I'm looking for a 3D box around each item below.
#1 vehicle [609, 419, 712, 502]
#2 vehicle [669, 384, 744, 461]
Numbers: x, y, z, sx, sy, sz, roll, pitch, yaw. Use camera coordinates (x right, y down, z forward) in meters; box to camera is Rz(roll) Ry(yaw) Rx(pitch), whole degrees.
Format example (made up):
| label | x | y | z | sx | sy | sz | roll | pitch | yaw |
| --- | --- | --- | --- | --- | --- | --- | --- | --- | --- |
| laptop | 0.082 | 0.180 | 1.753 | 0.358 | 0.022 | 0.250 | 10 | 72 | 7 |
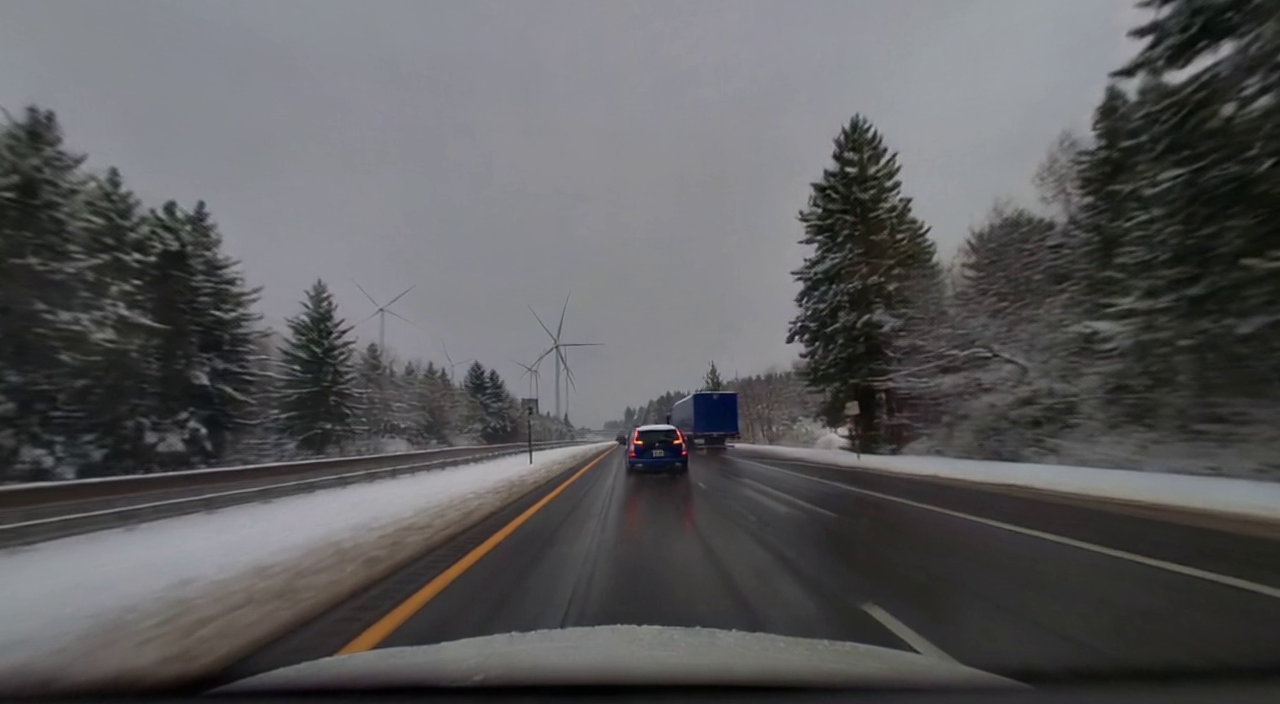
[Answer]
| label | x | y | z | sx | sy | sz | roll | pitch | yaw |
| --- | --- | --- | --- | --- | --- | --- | --- | --- | --- |
| vehicle | 0.320 | 2.445 | 14.664 | 2.038 | 1.624 | 4.312 | 0 | -8 | -2 |
| vehicle | 3.911 | 4.770 | 41.292 | 3.129 | 4.126 | 14.913 | 0 | -8 | -1 |
